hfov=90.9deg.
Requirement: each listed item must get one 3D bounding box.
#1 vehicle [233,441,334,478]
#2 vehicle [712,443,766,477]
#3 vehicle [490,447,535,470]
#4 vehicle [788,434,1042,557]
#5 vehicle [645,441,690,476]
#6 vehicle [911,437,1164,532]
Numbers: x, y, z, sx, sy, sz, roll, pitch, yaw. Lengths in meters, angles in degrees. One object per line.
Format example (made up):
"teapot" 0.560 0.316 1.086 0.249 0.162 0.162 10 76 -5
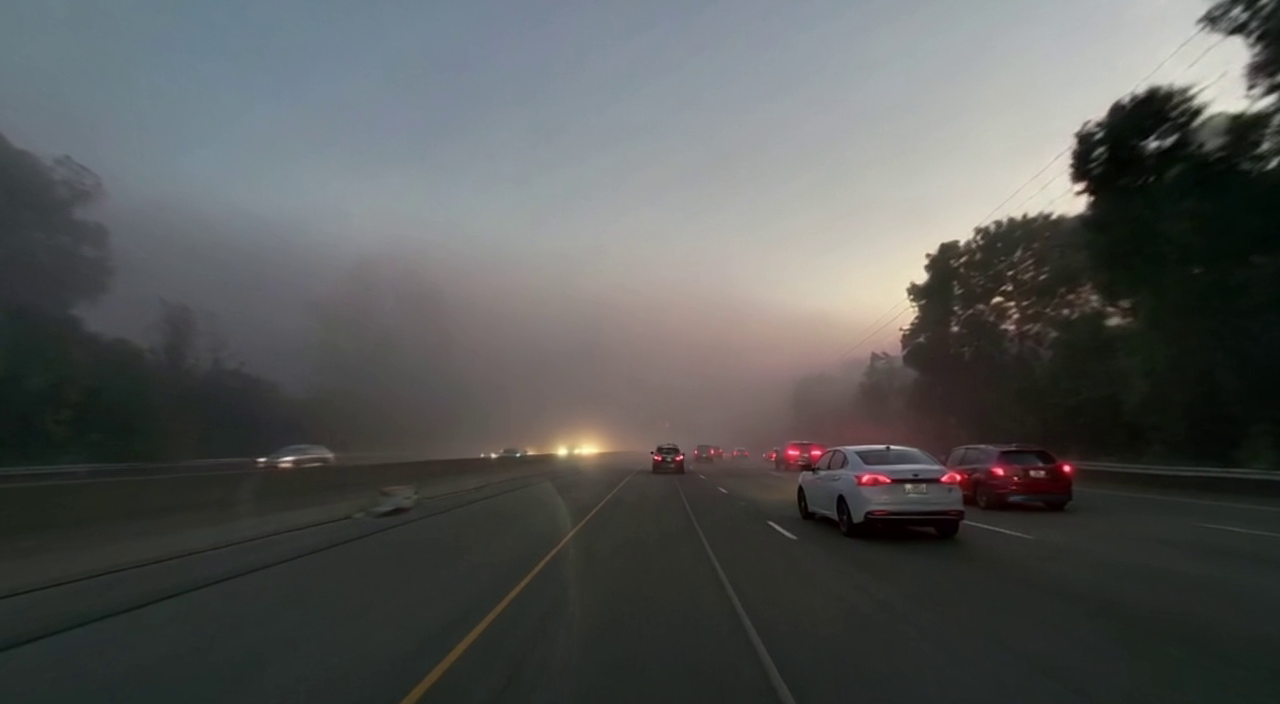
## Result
"vehicle" -16.930 5.123 30.288 2.022 1.618 4.617 0 -8 2
"vehicle" 4.502 4.975 29.276 1.936 1.465 4.060 0 -8 1
"vehicle" -8.383 7.005 41.752 1.892 1.385 4.029 -1 -8 3
"vehicle" 3.884 2.074 9.956 1.986 1.478 4.429 0 -8 0
"vehicle" 1.333 5.136 30.574 2.042 1.581 3.769 0 -8 2
"vehicle" 7.246 2.424 12.272 1.937 1.477 4.696 0 -8 1
